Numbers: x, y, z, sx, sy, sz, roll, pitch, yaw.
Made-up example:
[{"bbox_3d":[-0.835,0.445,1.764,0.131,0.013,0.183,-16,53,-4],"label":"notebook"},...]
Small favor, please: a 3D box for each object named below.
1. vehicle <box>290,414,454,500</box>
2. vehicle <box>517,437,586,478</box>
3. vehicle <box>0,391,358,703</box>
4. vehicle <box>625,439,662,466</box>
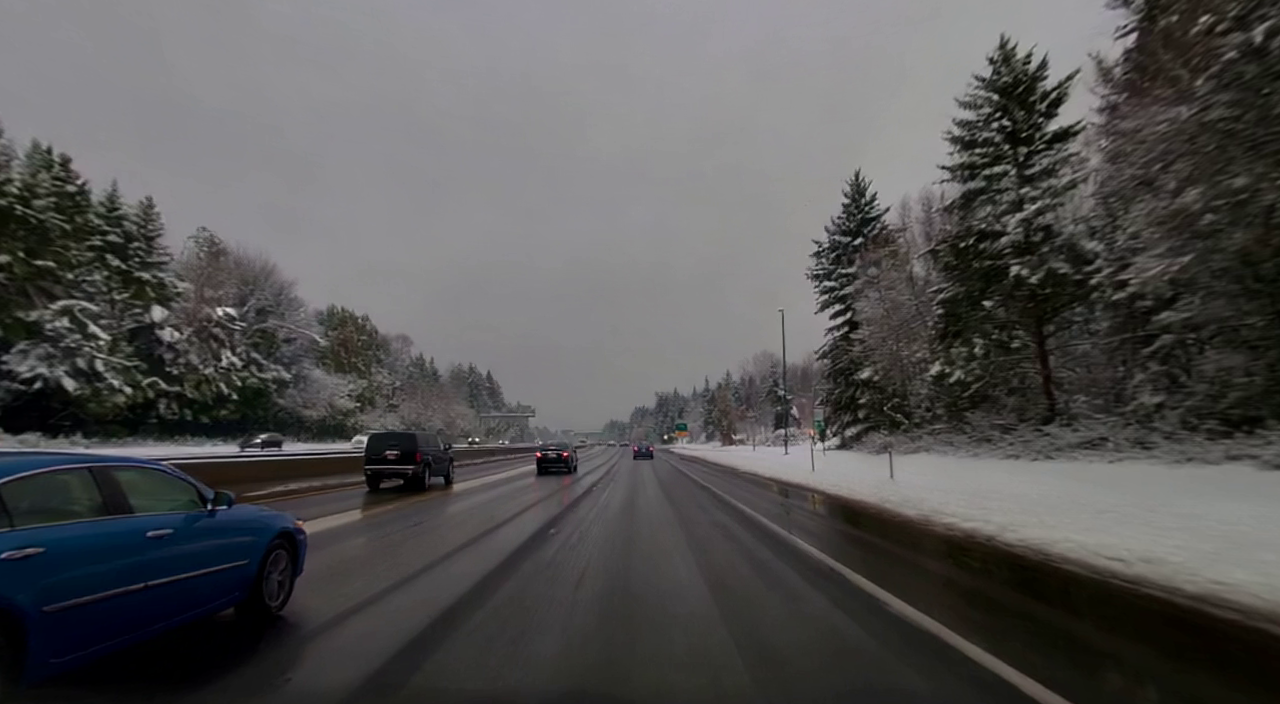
[{"bbox_3d":[-7.032,2.843,17.432,2.171,1.982,5.246,0,-8,1],"label":"vehicle"},{"bbox_3d":[-3.443,4.220,25.490,2.068,1.501,4.395,0,-8,1],"label":"vehicle"},{"bbox_3d":[-3.591,1.054,3.442,2.025,1.506,4.429,0,-8,0],"label":"vehicle"},{"bbox_3d":[0.163,5.854,36.912,2.018,1.508,4.087,0,-8,-1],"label":"vehicle"}]
